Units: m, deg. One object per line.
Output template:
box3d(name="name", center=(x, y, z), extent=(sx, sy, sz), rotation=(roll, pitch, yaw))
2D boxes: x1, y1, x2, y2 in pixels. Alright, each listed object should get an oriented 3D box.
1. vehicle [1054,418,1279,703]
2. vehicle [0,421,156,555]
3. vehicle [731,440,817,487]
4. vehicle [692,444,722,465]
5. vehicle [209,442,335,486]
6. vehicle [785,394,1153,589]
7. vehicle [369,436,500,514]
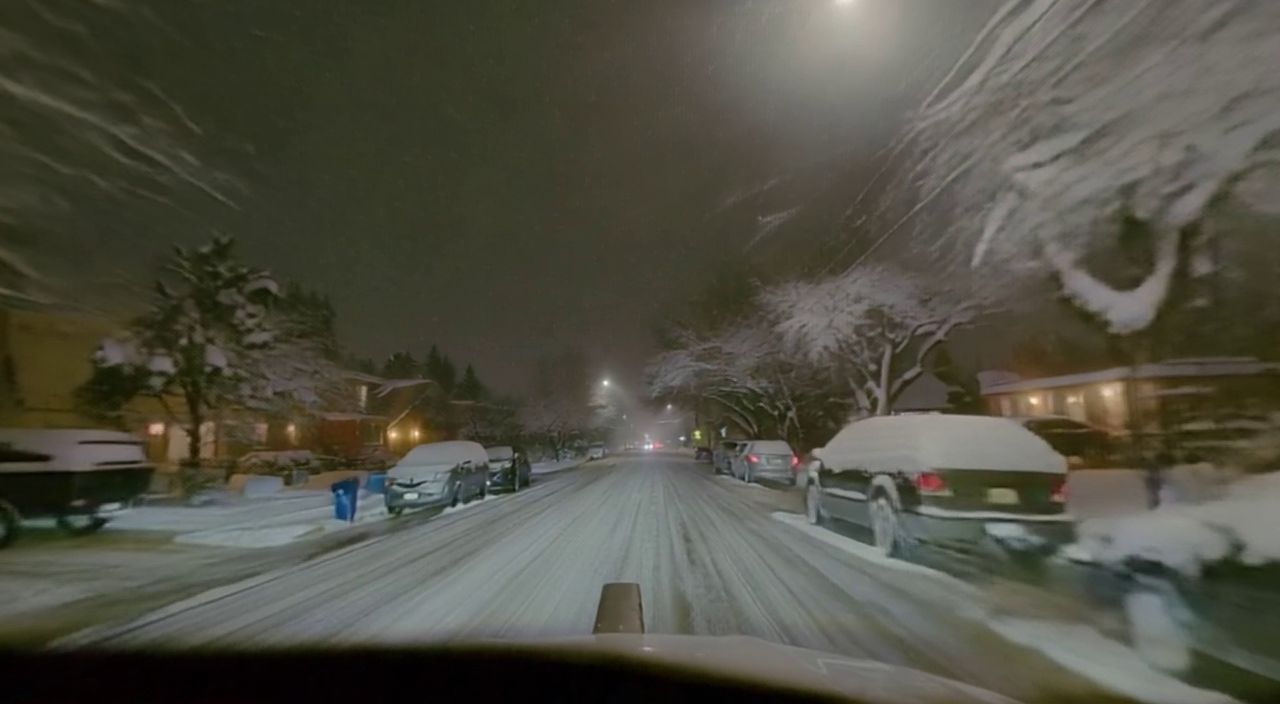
box3d(name="vehicle", center=(3.953, 0.926, 2.272), extent=(1.848, 1.436, 4.582), rotation=(0, -9, 1))
box3d(name="vehicle", center=(-12.647, 2.433, 11.768), extent=(5.096, 2.213, 2.354), rotation=(1, -10, -2))
box3d(name="vehicle", center=(4.641, 3.955, 22.749), extent=(2.090, 1.489, 4.952), rotation=(0, -9, 1))
box3d(name="vehicle", center=(5.115, 7.914, 48.975), extent=(1.906, 1.503, 4.498), rotation=(0, -9, 1))
box3d(name="vehicle", center=(-18.119, 5.520, 31.310), extent=(4.832, 2.033, 2.045), rotation=(0, -9, -5))
box3d(name="vehicle", center=(3.723, 1.717, 8.718), extent=(2.122, 1.809, 5.421), rotation=(0, -9, 0))
box3d(name="vehicle", center=(-5.535, 3.366, 17.672), extent=(2.118, 1.753, 4.377), rotation=(-4, -9, 1))
